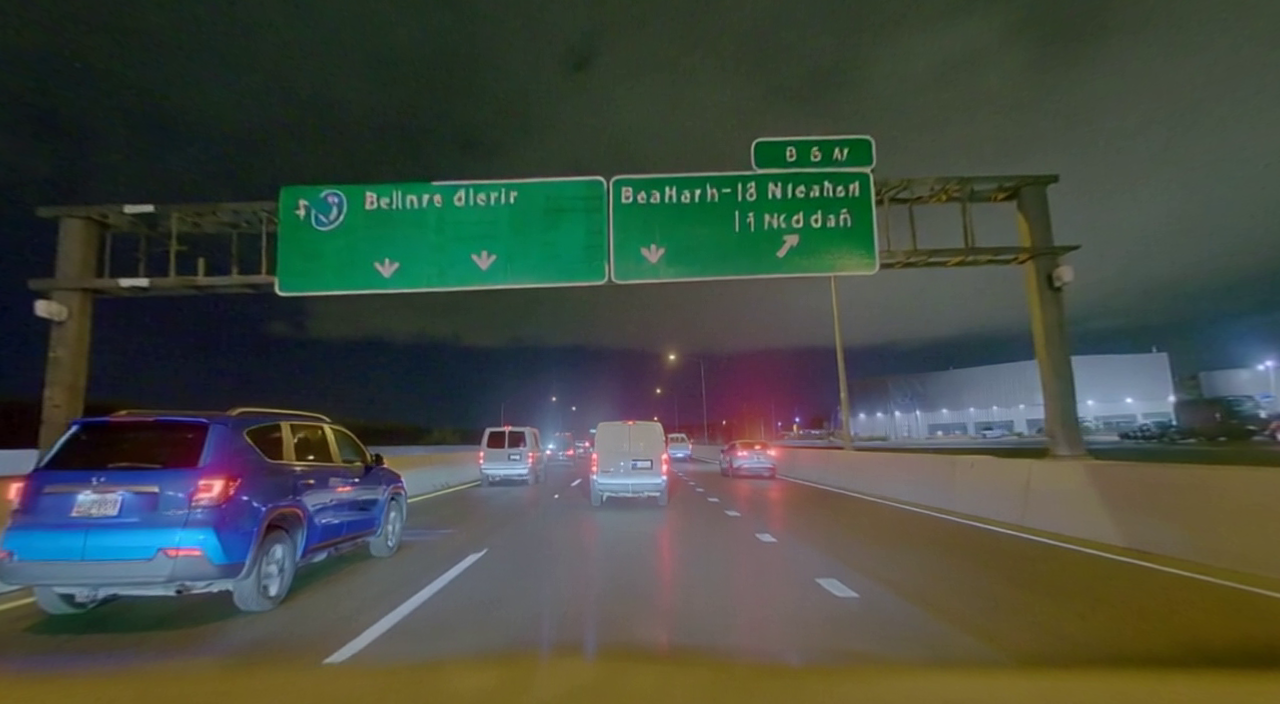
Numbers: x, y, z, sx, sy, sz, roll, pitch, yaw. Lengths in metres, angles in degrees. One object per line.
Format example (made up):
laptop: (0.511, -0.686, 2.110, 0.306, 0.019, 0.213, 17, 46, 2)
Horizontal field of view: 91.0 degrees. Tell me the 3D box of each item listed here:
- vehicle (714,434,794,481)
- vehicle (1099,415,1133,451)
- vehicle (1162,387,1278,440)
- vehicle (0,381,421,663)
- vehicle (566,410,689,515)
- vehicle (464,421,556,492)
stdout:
vehicle: (3.967, 3.724, 22.521, 1.999, 1.494, 3.833, 0, -8, -2)
vehicle: (30.771, 5.234, 40.712, 1.480, 2.238, 1.864, -6, -10, 35)
vehicle: (36.267, 3.959, 39.623, 2.528, 3.094, 4.804, -1, -8, 1)
vehicle: (-3.844, 1.344, 6.077, 1.972, 1.703, 4.333, 0, -8, -1)
vehicle: (-0.300, 2.361, 13.960, 2.304, 1.925, 4.282, 0, -8, -2)
vehicle: (-3.928, 3.234, 19.828, 2.038, 1.936, 4.300, 0, -8, -1)
